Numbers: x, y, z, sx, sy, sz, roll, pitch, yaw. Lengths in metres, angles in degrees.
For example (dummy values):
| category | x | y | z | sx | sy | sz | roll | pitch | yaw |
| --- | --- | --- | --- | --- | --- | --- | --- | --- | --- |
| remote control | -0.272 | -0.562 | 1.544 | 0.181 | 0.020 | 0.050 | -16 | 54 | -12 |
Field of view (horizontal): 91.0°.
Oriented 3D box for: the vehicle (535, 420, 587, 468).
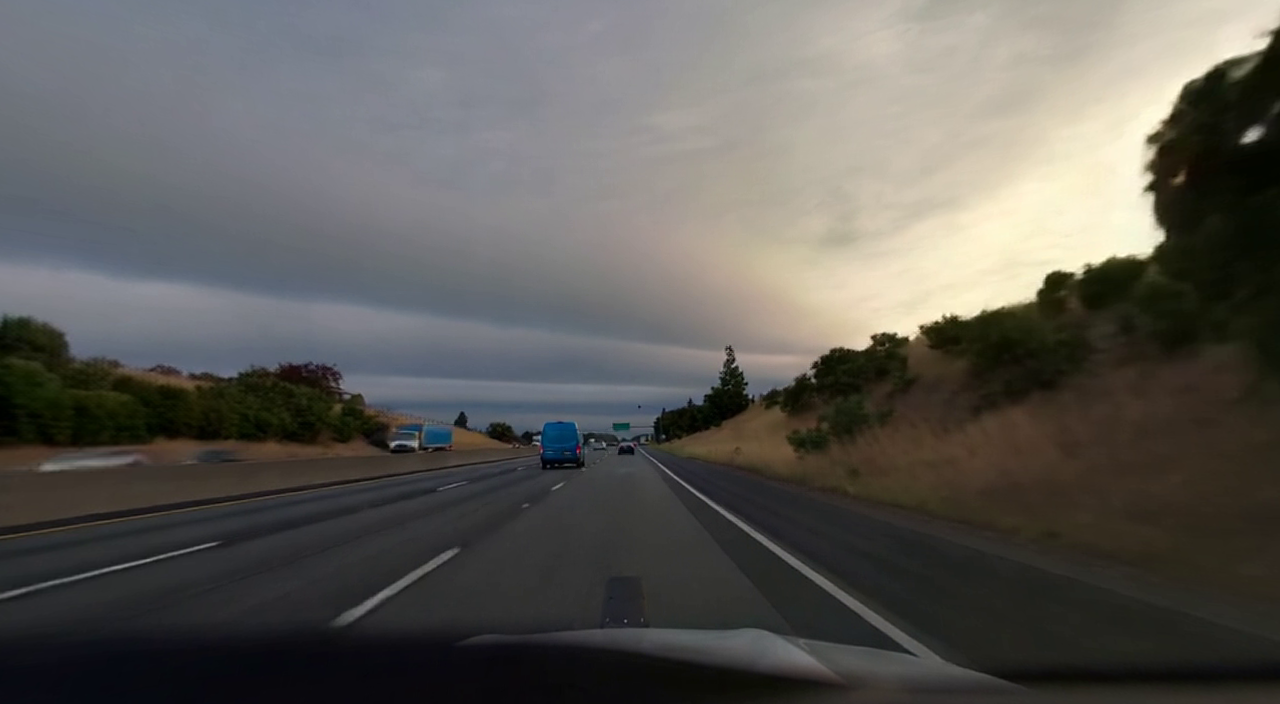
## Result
| category | x | y | z | sx | sy | sz | roll | pitch | yaw |
| --- | --- | --- | --- | --- | --- | --- | --- | --- | --- |
| vehicle | -4.353 | 5.192 | 35.607 | 2.329 | 2.483 | 5.428 | 0 | -8 | -1 |
